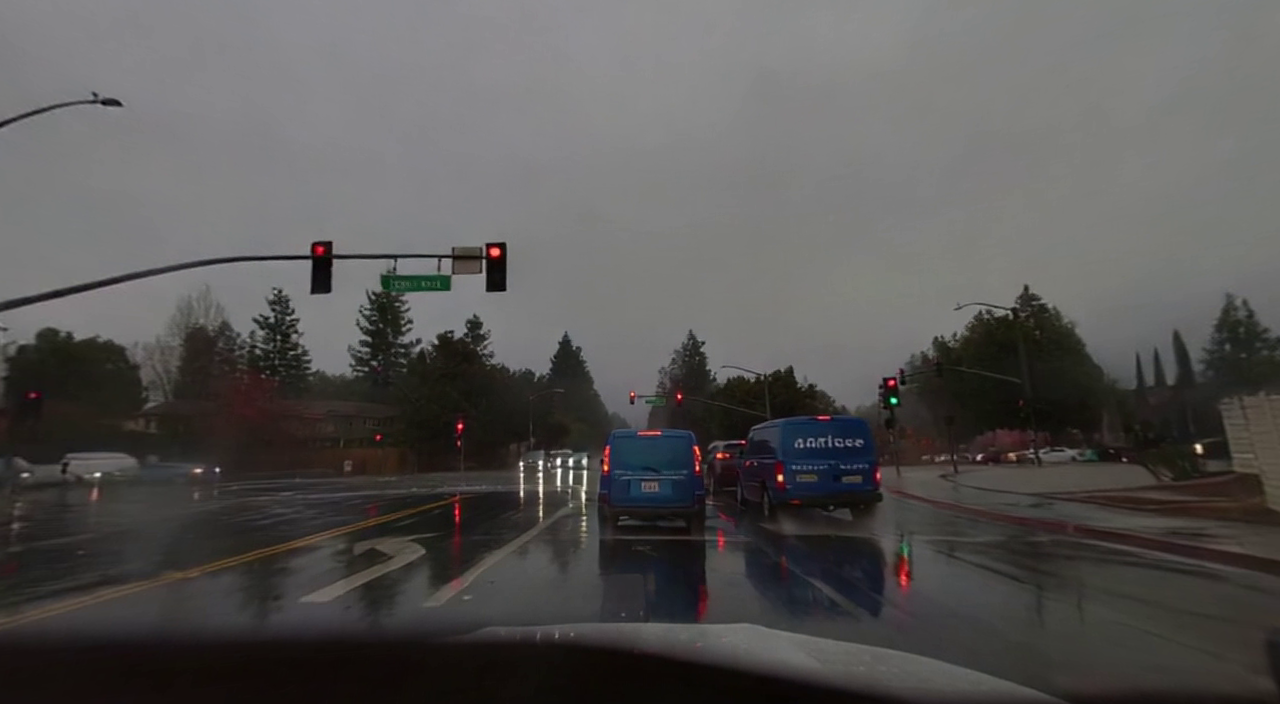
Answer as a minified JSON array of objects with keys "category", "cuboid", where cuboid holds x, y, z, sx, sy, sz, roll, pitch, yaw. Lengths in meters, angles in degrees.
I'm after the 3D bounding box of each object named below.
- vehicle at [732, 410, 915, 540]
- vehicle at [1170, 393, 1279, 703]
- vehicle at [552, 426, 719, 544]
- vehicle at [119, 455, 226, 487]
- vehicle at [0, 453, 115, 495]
[{"category":"vehicle","cuboid":[3.082,2.175,11.631,2.059,1.924,4.257,0,-9,0]},{"category":"vehicle","cuboid":[3.234,0.614,0.325,1.934,1.506,4.544,0,-9,0]},{"category":"vehicle","cuboid":[-0.045,2.189,10.980,2.321,1.624,4.367,0,-9,1]},{"category":"vehicle","cuboid":[-25.219,6.395,34.003,4.073,1.603,1.920,1,-9,-8]},{"category":"vehicle","cuboid":[-28.399,5.769,29.810,4.757,1.841,2.121,1,-9,-7]}]
